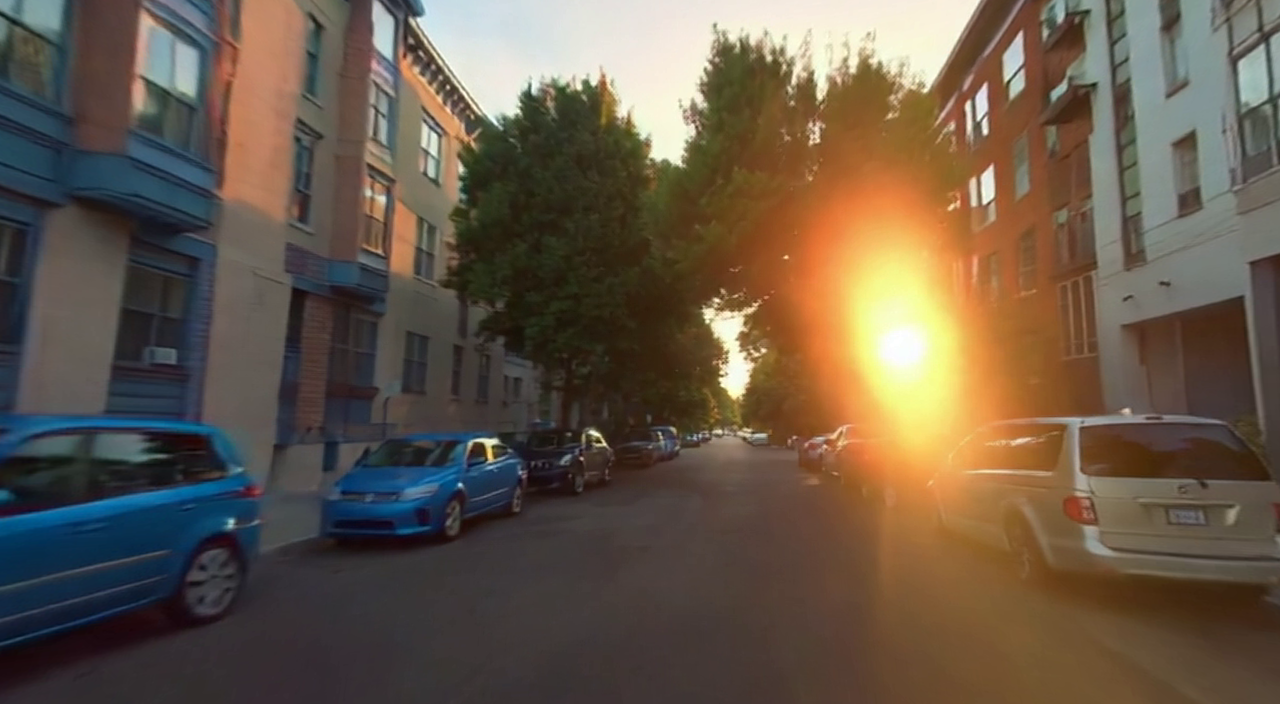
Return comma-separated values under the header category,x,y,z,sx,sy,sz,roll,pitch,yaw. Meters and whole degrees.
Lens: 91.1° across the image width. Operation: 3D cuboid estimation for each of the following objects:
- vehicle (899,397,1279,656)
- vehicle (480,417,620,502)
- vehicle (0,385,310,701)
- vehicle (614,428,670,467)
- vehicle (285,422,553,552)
category,x,y,z,sx,sy,sz,roll,pitch,yaw
vehicle,4.121,1.367,6.127,1.883,1.615,4.234,-1,-7,8
vehicle,-1.833,2.371,14.436,1.942,1.629,4.302,-1,-7,9
vehicle,-3.890,1.003,3.677,1.719,1.519,3.414,-1,-7,8
vehicle,0.159,4.017,26.756,1.840,1.493,3.761,-1,-7,9
vehicle,-2.834,1.790,9.279,1.830,1.427,4.294,-1,-7,10
